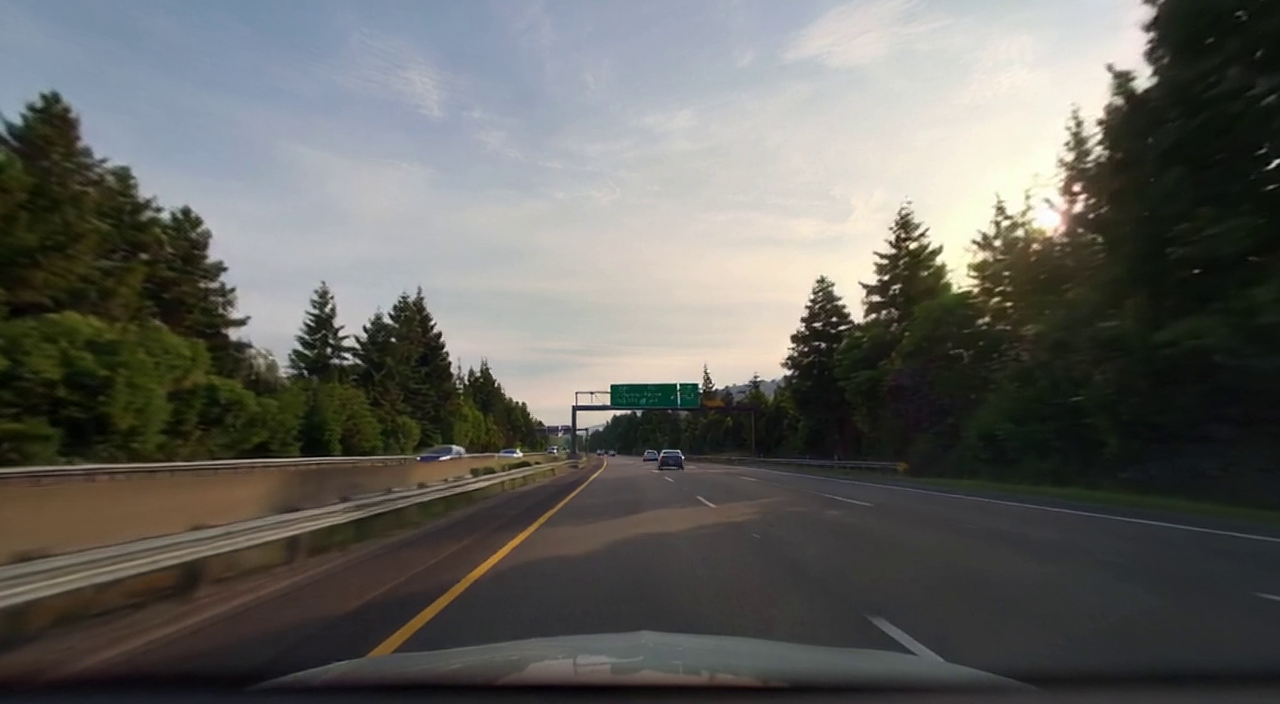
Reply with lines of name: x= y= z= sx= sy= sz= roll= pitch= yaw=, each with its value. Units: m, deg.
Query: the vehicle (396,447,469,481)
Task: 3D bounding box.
vehicle: x=-10.102 y=5.478 z=31.081 sx=2.006 sy=1.516 sz=4.784 roll=0 pitch=-9 yaw=-1

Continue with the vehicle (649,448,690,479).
vehicle: x=1.516 y=5.966 z=33.997 sx=2.011 sy=1.590 sz=3.607 roll=0 pitch=-9 yaw=-1
